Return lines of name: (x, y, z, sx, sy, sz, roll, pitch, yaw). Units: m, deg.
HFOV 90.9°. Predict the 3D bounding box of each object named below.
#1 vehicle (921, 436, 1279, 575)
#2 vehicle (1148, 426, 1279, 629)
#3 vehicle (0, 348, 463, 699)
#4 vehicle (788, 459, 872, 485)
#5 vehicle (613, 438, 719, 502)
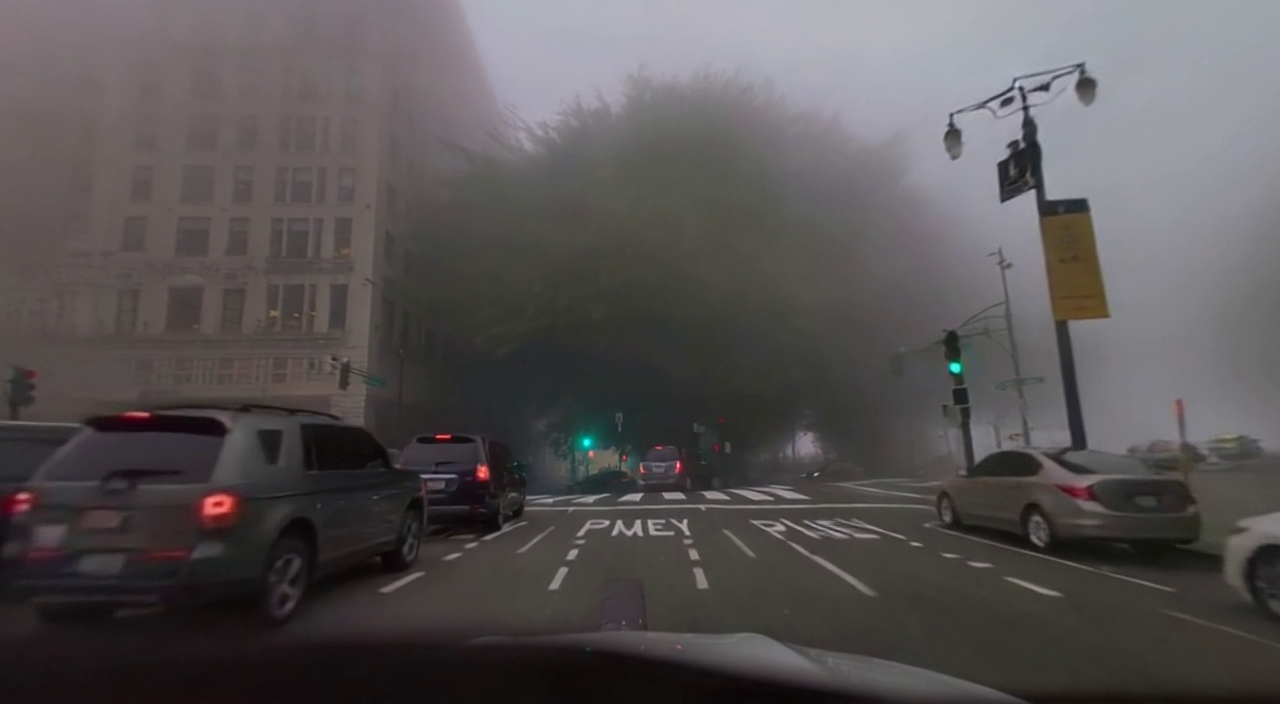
vehicle: (6.044, 1.968, 8.946, 2.056, 1.460, 4.358, 0, -9, 0)
vehicle: (5.818, 1.165, 3.686, 1.919, 1.529, 4.558, 0, -9, 1)
vehicle: (-3.385, 1.294, 6.004, 1.977, 1.887, 5.068, 0, -9, -1)
vehicle: (11.234, 7.123, 37.428, 4.371, 1.439, 1.818, 0, -9, -1)
vehicle: (1.018, 3.713, 20.358, 2.328, 1.746, 5.072, -3, -9, 15)
